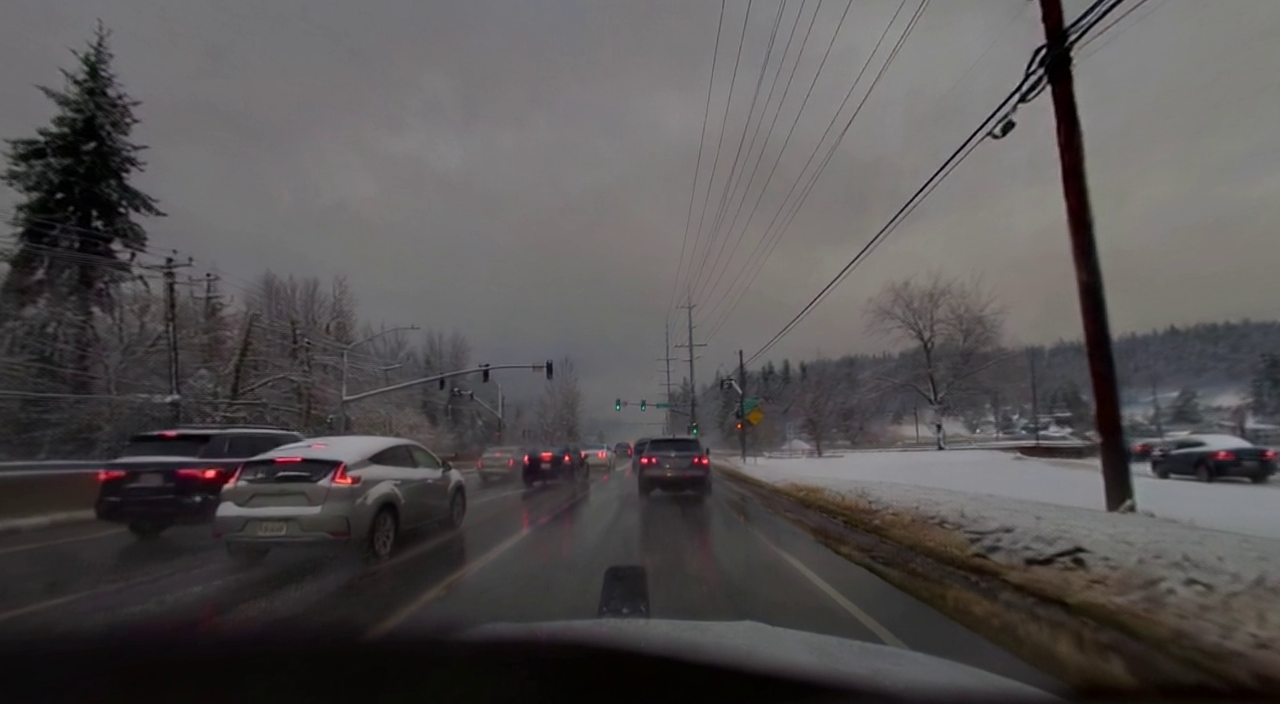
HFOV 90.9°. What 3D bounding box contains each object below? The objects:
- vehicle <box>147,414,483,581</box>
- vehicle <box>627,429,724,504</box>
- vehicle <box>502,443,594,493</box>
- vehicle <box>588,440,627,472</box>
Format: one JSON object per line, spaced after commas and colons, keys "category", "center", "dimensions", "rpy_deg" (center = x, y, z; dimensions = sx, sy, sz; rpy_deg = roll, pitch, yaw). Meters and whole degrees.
{"category": "vehicle", "center": [-3.761, 1.763, 8.476], "dimensions": [2.018, 1.621, 4.441], "rpy_deg": [0, -8, 2]}
{"category": "vehicle", "center": [0.888, 2.919, 16.487], "dimensions": [2.205, 1.691, 3.937], "rpy_deg": [0, -8, 2]}
{"category": "vehicle", "center": [-2.852, 3.704, 20.567], "dimensions": [2.105, 1.436, 4.311], "rpy_deg": [-1, -8, 4]}
{"category": "vehicle", "center": [-1.862, 6.118, 37.391], "dimensions": [1.788, 1.773, 3.731], "rpy_deg": [-1, -9, 5]}
